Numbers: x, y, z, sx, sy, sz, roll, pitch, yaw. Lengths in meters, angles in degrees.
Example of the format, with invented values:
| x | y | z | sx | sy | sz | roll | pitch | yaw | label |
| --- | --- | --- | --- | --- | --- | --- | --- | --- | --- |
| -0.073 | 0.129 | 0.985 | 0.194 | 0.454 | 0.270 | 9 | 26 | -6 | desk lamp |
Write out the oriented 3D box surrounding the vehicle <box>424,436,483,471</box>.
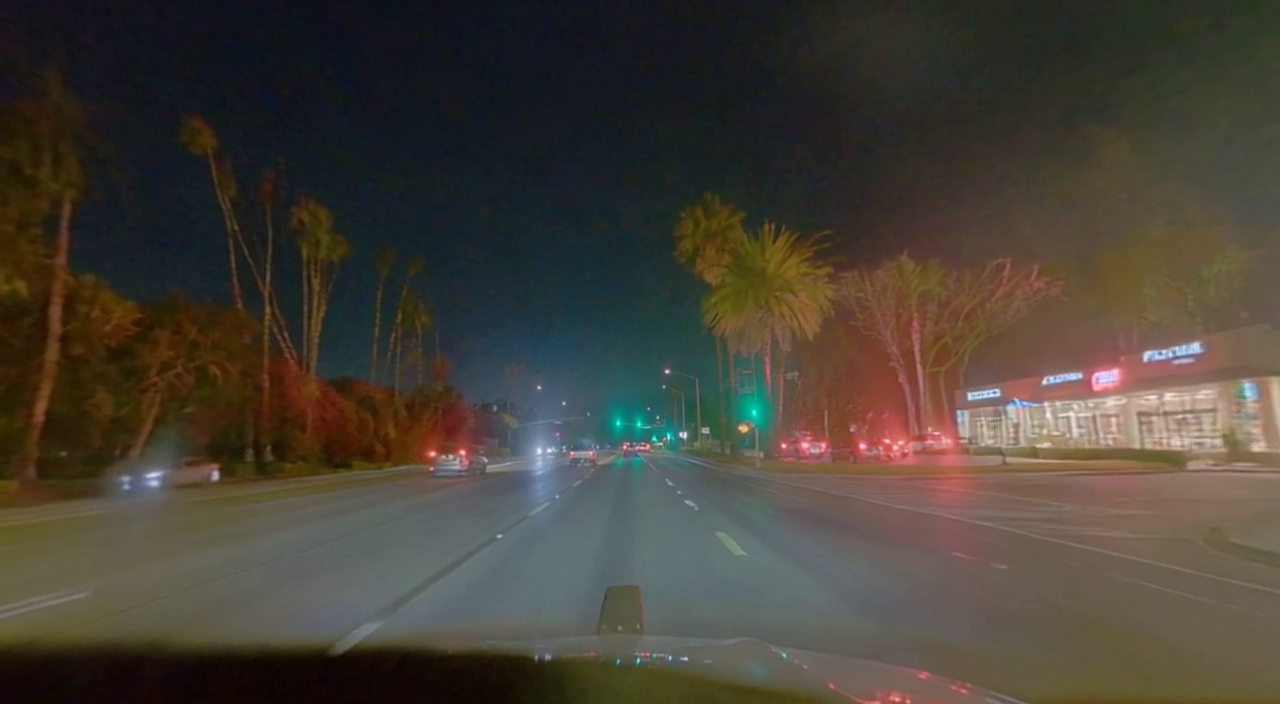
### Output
| x | y | z | sx | sy | sz | roll | pitch | yaw | label |
| --- | --- | --- | --- | --- | --- | --- | --- | --- | --- |
| -10.105 | 5.547 | 34.553 | 2.022 | 1.746 | 4.406 | 0 | -9 | -2 | vehicle |

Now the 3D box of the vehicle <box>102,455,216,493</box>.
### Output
| x | y | z | sx | sy | sz | roll | pitch | yaw | label |
| --- | --- | --- | --- | --- | --- | --- | --- | --- | --- |
| -21.766 | 5.499 | 28.814 | 1.852 | 1.526 | 4.262 | 0 | -9 | -1 | vehicle |

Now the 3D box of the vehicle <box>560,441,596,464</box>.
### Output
| x | y | z | sx | sy | sz | roll | pitch | yaw | label |
| --- | --- | --- | --- | --- | --- | --- | --- | --- | --- |
| -4.185 | 6.902 | 43.356 | 2.181 | 1.483 | 4.123 | 0 | -9 | -2 | vehicle |
